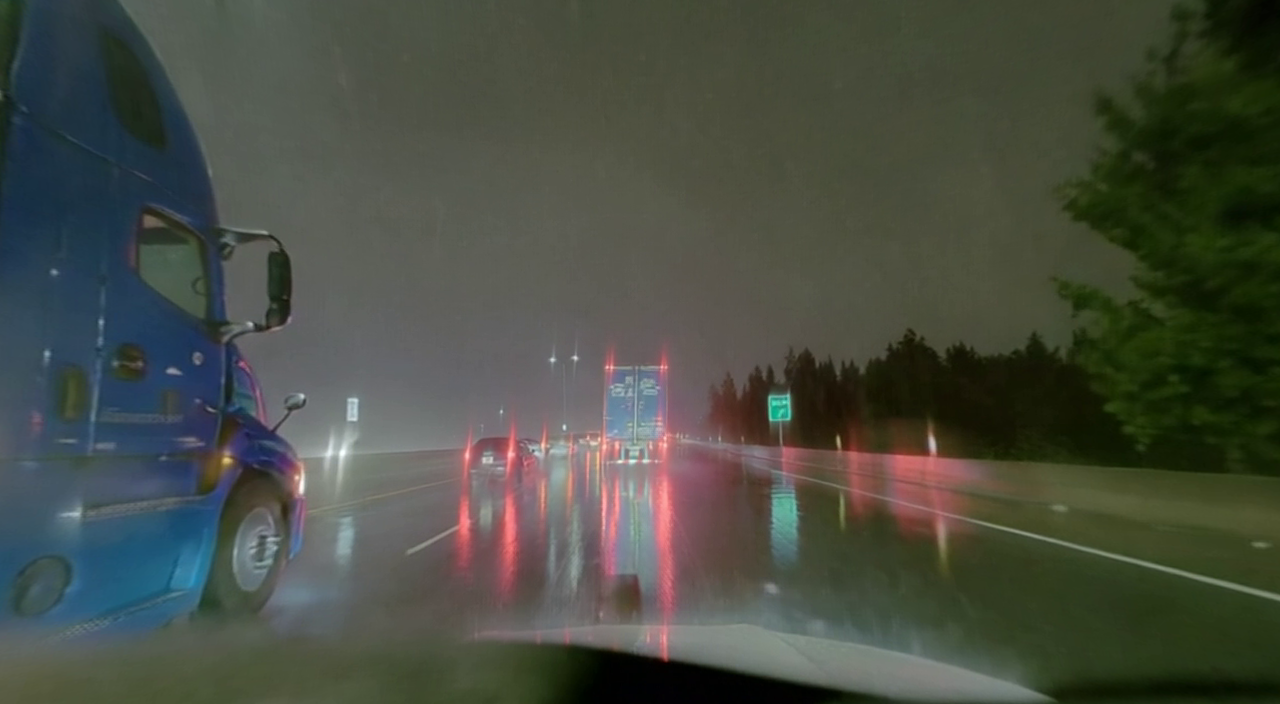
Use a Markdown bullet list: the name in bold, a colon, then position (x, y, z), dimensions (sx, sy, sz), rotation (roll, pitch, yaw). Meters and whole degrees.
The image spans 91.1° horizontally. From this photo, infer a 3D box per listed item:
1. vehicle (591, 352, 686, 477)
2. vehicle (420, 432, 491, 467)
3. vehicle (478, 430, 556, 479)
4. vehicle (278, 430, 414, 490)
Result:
- **vehicle**: position (-0.188, 2.754, 26.166), dimensions (3.118, 4.106, 10.719), rotation (0, -8, -2)
- **vehicle**: position (-8.551, 4.552, 29.599), dimensions (1.976, 1.510, 4.604), rotation (0, -8, -1)
- **vehicle**: position (-4.068, 3.434, 21.410), dimensions (1.933, 1.492, 3.838), rotation (0, -8, 0)
- **vehicle**: position (-8.123, 2.989, 17.832), dimensions (1.943, 1.500, 4.011), rotation (0, -8, -1)
